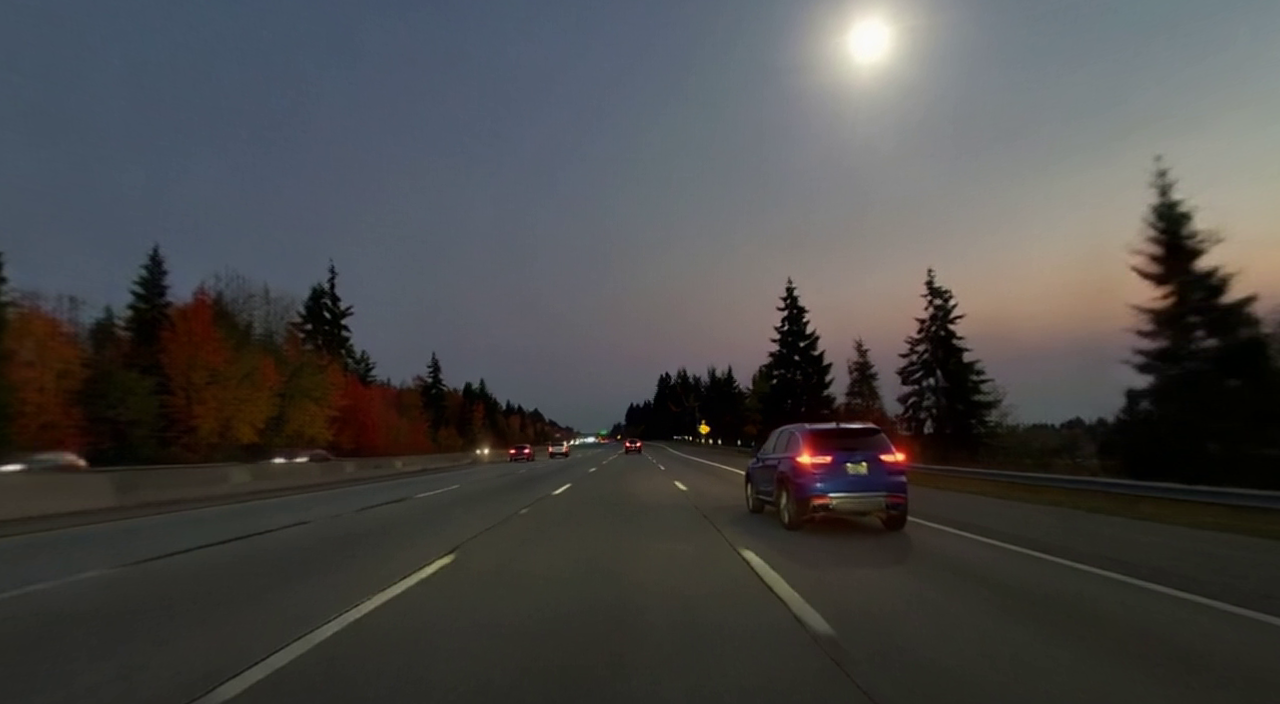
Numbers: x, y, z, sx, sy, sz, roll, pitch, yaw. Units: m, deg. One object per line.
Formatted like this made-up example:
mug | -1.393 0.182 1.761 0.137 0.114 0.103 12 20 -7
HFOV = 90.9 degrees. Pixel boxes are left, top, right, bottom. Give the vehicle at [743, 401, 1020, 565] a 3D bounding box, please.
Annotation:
vehicle | 2.905 1.689 8.824 2.120 1.706 4.226 0 -8 -1

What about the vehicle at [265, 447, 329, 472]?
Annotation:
vehicle | -21.803 6.831 40.234 1.783 1.459 4.065 0 -8 0
